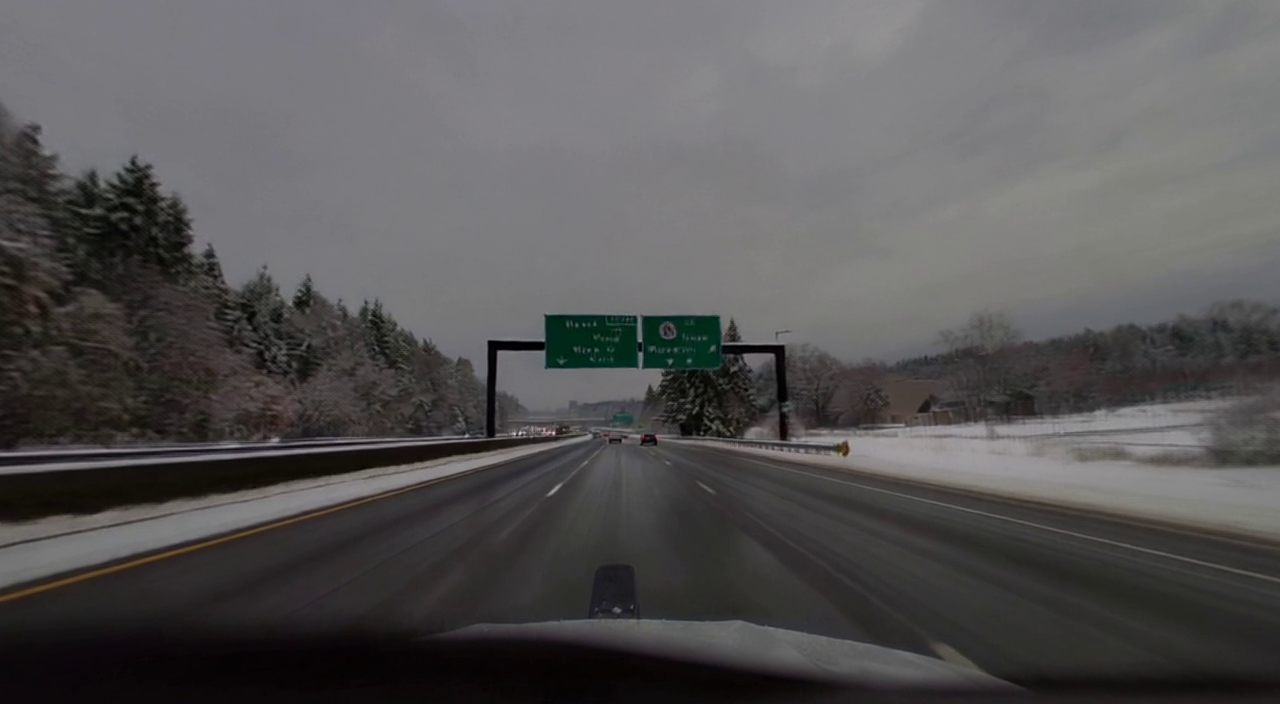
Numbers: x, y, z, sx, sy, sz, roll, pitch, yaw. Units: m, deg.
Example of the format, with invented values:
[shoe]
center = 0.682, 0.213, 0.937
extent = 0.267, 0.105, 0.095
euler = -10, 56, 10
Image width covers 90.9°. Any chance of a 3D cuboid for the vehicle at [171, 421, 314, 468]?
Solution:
[vehicle]
center = -13.587, 3.185, 21.968
extent = 1.916, 1.461, 4.780
euler = 0, -8, -1
